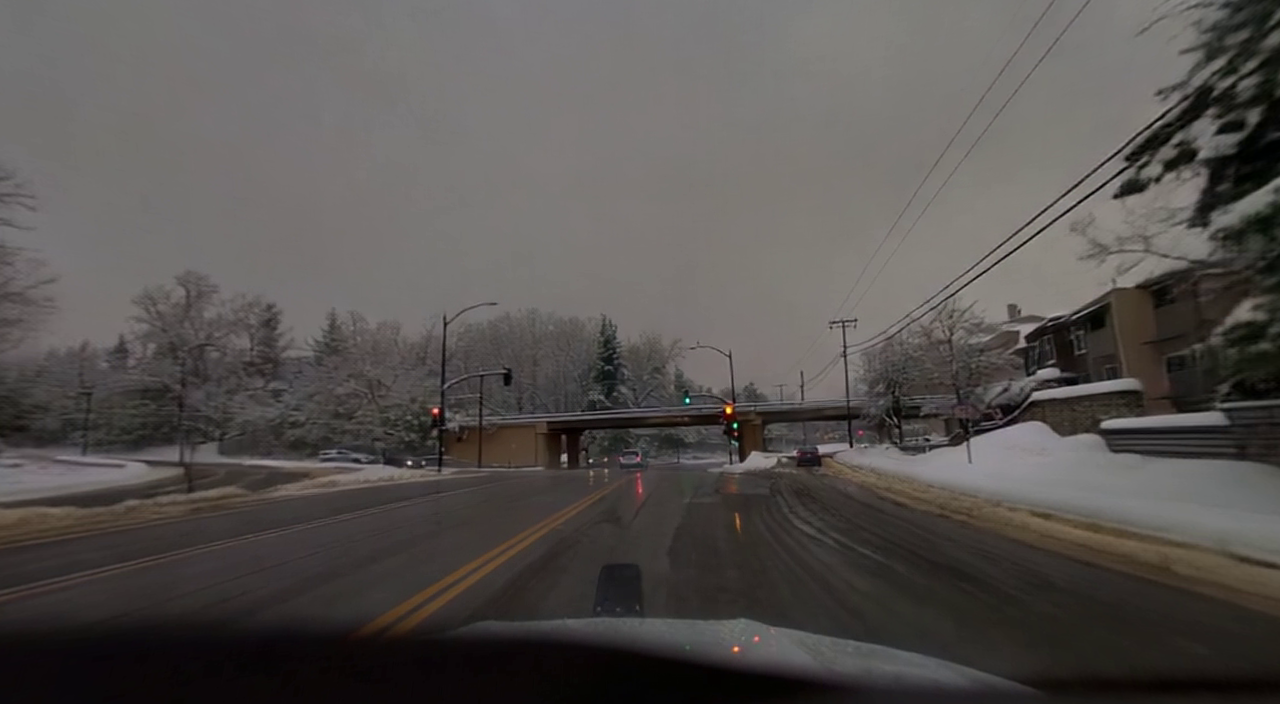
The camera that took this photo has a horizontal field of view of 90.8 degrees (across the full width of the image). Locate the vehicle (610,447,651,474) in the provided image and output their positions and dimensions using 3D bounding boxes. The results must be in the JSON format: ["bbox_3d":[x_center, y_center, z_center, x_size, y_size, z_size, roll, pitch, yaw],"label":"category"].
[{"bbox_3d":[-0.522,6.653,38.865,1.997,1.542,4.202,-1,-9,6],"label":"vehicle"}]

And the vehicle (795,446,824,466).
[{"bbox_3d":[13.162,8.089,49.249,2.058,1.475,4.587,-2,-9,14],"label":"vehicle"}]

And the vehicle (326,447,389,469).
[{"bbox_3d":[-21.670,8.129,48.523,3.877,1.623,2.049,-2,-9,11],"label":"vehicle"}]
